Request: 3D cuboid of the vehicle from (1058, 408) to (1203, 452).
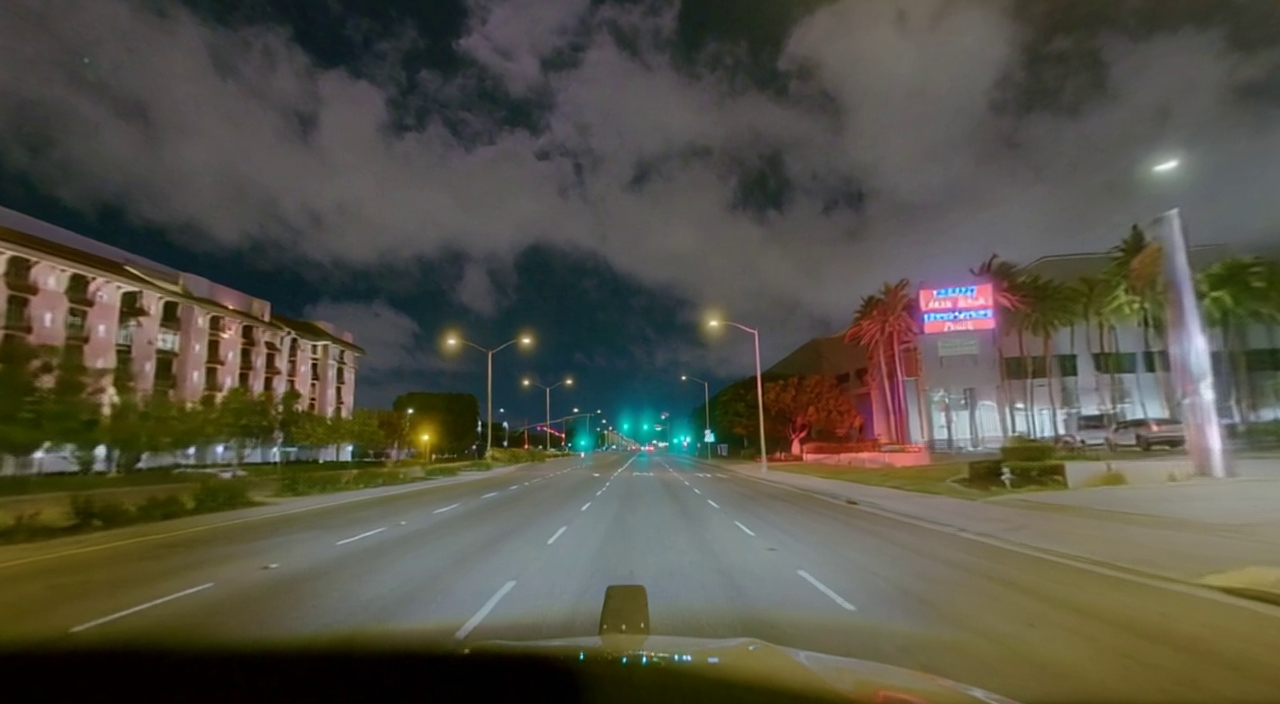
[{"bbox_3d":[22.431,3.675,29.167,2.222,1.818,5.099,1,-9,-7],"label":"vehicle"}]
